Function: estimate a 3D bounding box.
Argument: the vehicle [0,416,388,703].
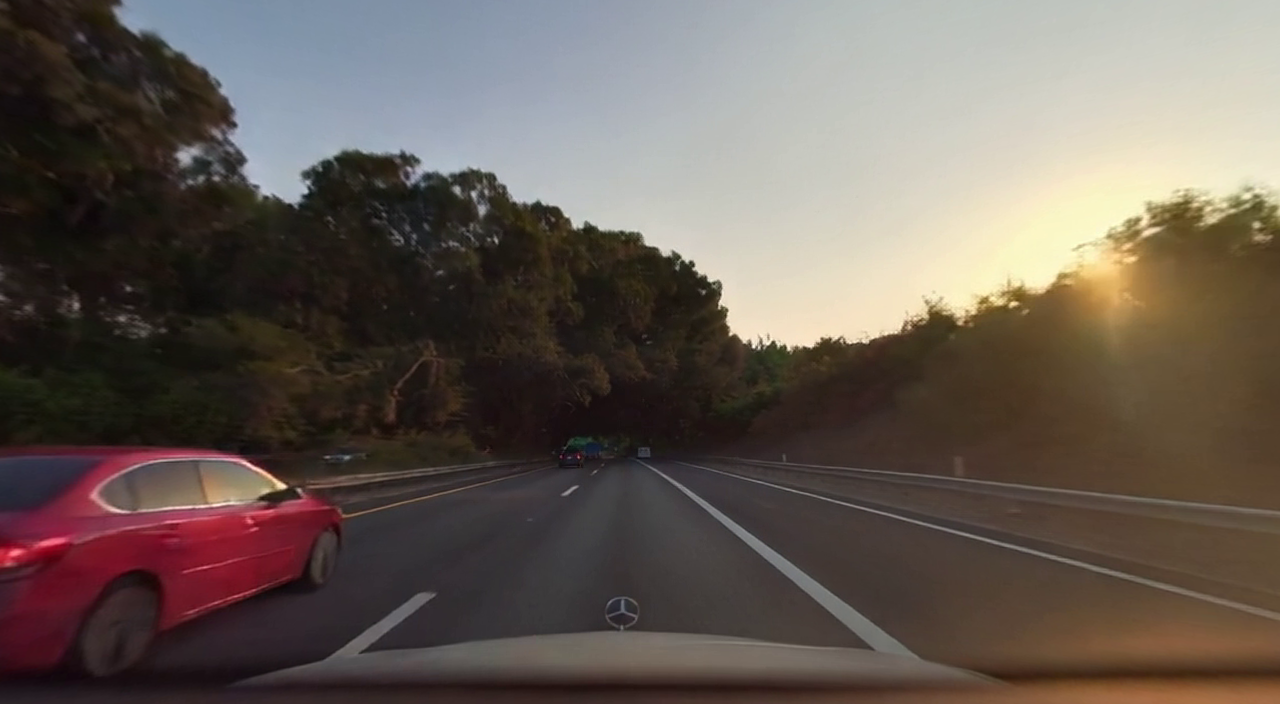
[{"bbox_3d":[-3.782,1.296,4.442,1.957,1.499,4.965,0,-9,0],"label":"vehicle"}]

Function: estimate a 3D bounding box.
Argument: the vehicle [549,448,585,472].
[{"bbox_3d":[-5.055,7.518,44.191,2.049,1.521,4.366,0,-9,-1],"label":"vehicle"}]
